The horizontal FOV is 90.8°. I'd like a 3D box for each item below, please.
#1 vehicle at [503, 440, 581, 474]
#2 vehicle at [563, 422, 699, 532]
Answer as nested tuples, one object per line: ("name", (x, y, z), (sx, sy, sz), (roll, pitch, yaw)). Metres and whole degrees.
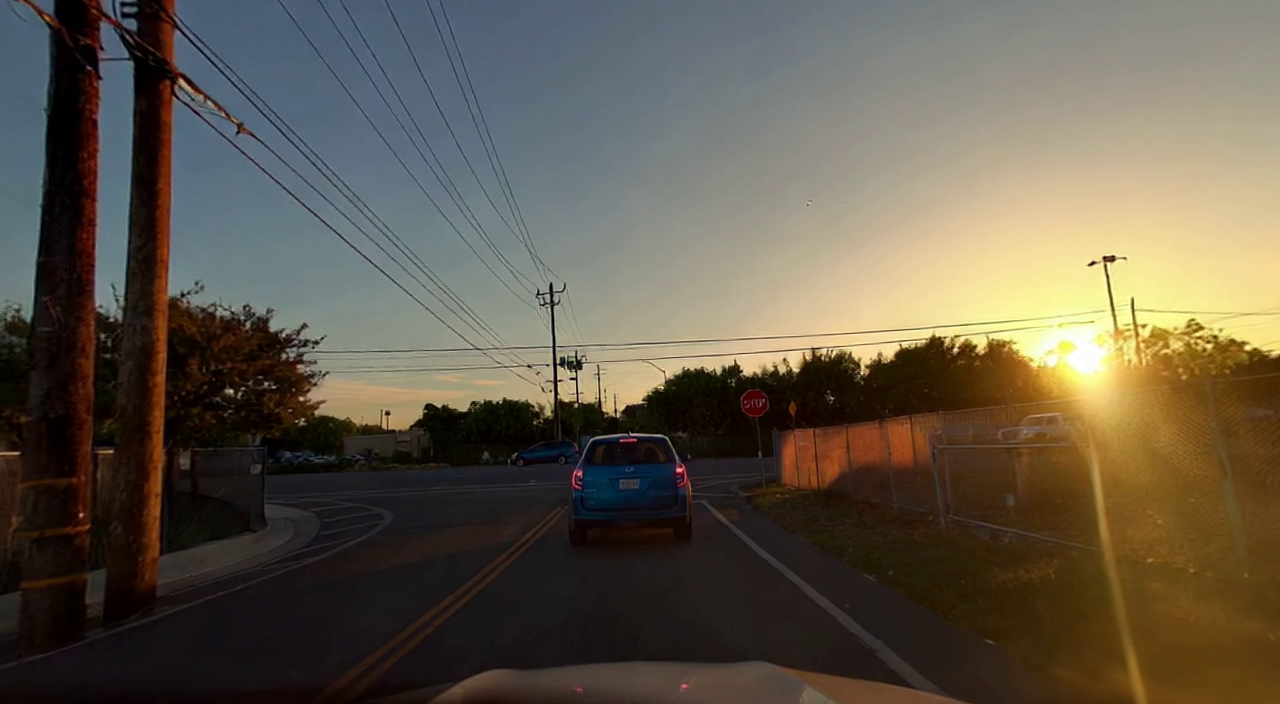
("vehicle", (-5.531, 5.825, 35.261), (4.415, 1.753, 2.029), (-8, -12, 44))
("vehicle", (-0.184, 2.277, 12.088), (2.137, 1.698, 4.166), (0, -8, -1))
